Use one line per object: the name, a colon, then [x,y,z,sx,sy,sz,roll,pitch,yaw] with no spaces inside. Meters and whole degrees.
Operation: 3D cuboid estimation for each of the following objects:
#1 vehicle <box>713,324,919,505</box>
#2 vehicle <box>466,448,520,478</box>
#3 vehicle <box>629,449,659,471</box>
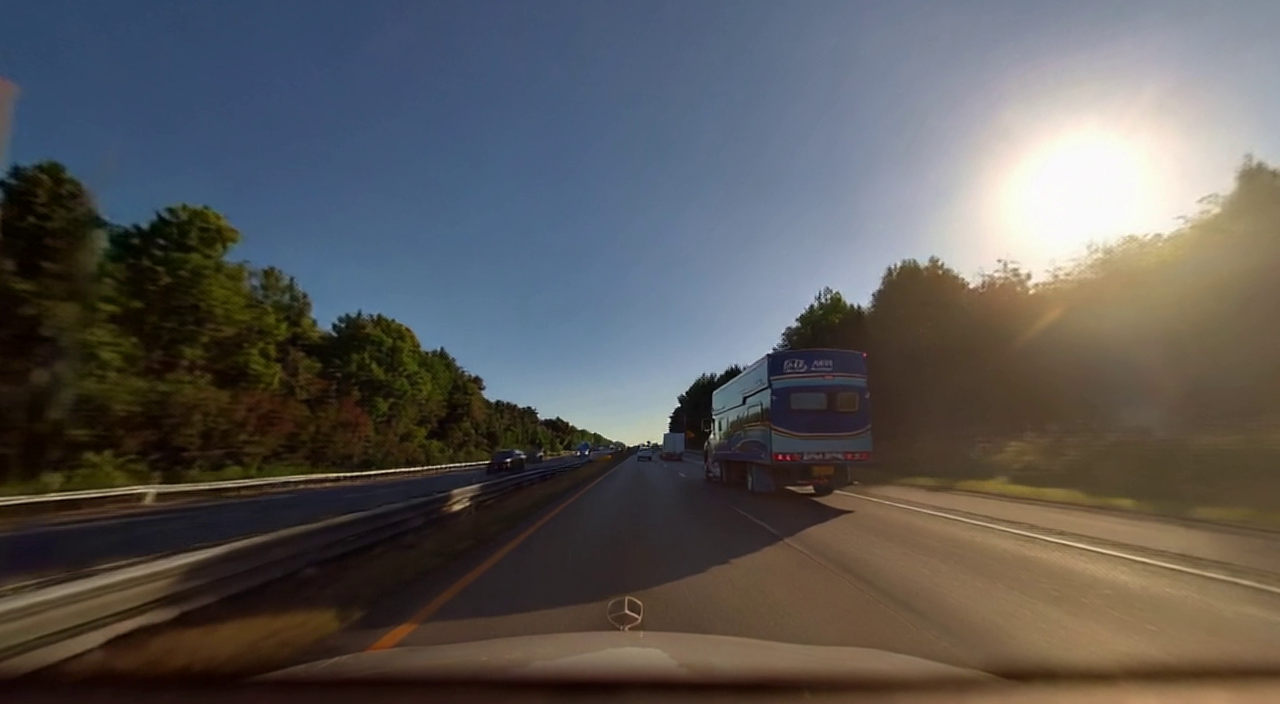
vehicle: [4.811,2.497,21.543,2.939,4.129,14.300,0,-9,0]
vehicle: [-8.453,6.442,36.706,2.081,1.624,4.314,0,-9,0]
vehicle: [0.250,7.213,42.273,1.926,1.386,3.615,0,-9,0]
